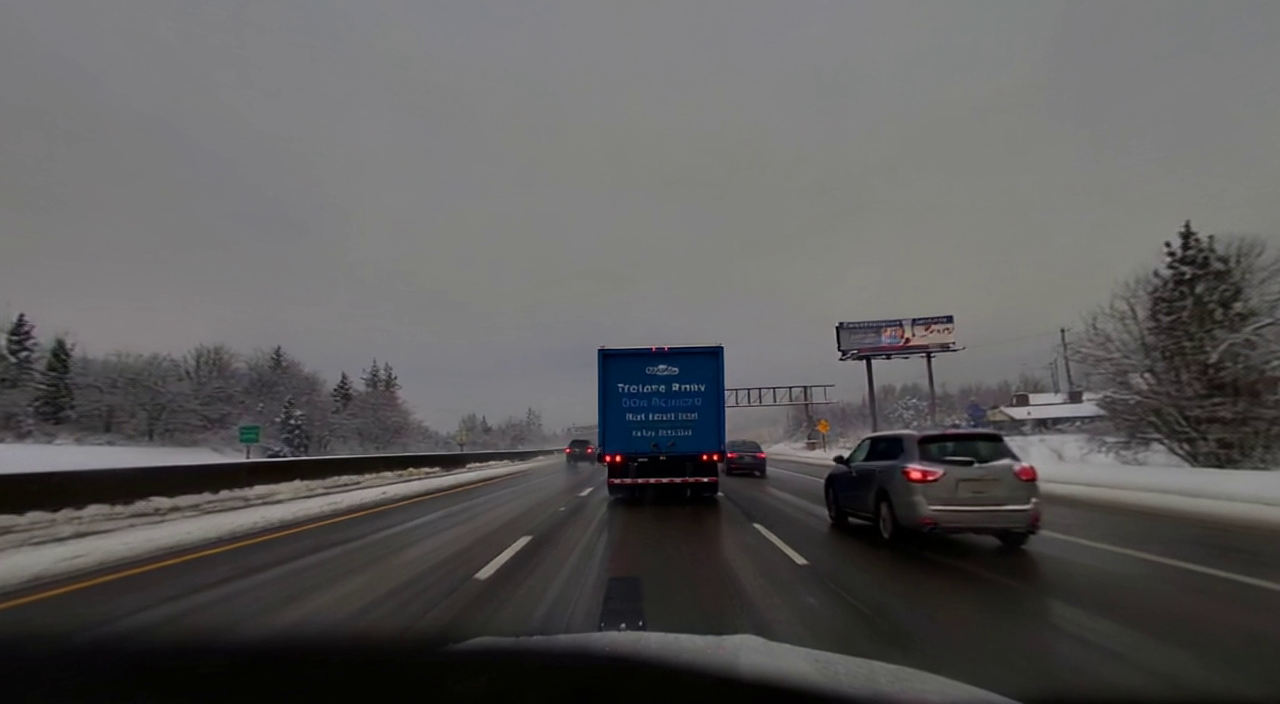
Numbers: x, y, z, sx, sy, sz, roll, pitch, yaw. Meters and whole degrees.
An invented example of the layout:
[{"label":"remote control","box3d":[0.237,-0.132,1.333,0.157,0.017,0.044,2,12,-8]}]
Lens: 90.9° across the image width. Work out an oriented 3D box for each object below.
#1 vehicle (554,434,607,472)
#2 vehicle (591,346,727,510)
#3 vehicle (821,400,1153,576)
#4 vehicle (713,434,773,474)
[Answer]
[{"label":"vehicle","box3d":[-2.892,5.029,31.646,2.030,1.757,4.509,-1,-8,3]},{"label":"vehicle","box3d":[0.442,2.124,17.109,2.733,3.296,8.571,-1,-8,1]},{"label":"vehicle","box3d":[4.062,1.649,8.456,1.986,1.718,4.296,0,-8,0]},{"label":"vehicle","box3d":[4.704,4.717,29.443,2.066,1.692,4.339,0,-8,0]}]
